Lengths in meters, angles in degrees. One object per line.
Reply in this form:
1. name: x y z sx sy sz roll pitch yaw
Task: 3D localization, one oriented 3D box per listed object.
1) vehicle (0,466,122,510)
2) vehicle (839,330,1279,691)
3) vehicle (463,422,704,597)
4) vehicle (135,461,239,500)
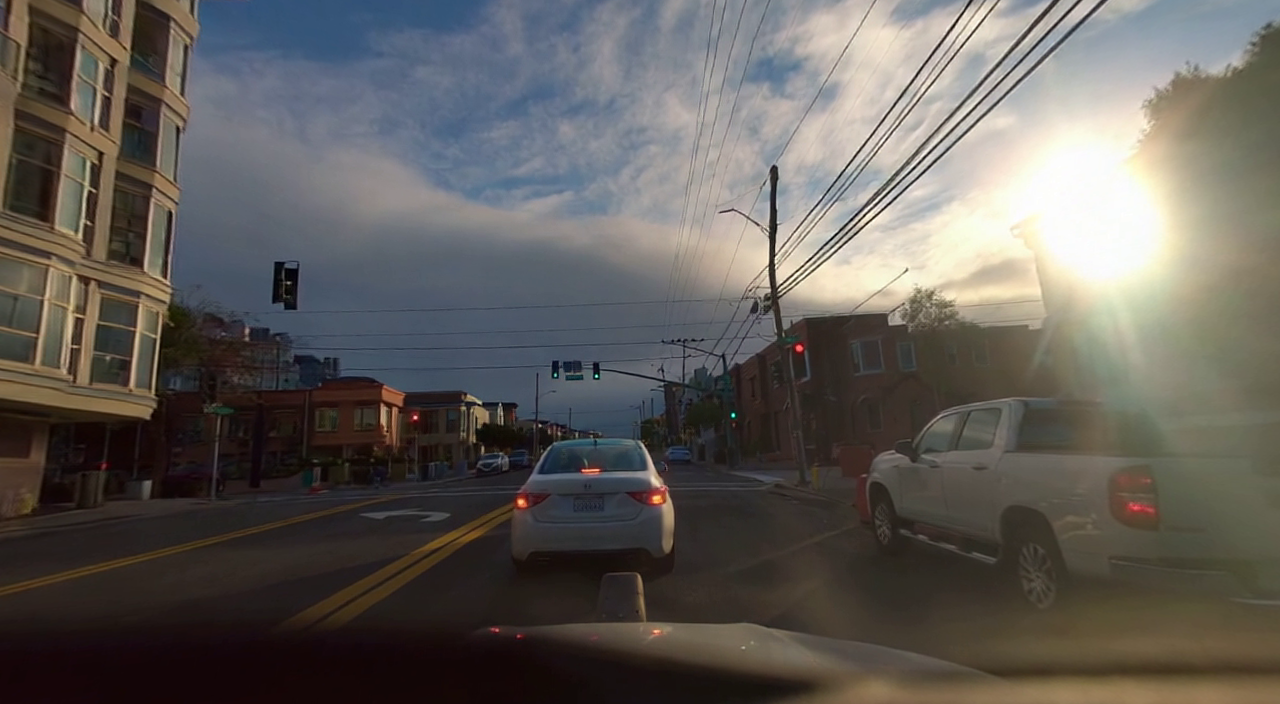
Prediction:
1. vehicle: -24.779 5.773 26.914 3.891 1.538 1.698 -4 -11 0
2. vehicle: 3.835 1.202 5.974 2.248 1.945 5.011 0 -8 0
3. vehicle: -0.478 1.631 7.435 2.019 1.453 4.129 0 -8 0
4. vehicle: -25.354 7.220 35.466 4.337 1.739 1.981 -5 -11 1
